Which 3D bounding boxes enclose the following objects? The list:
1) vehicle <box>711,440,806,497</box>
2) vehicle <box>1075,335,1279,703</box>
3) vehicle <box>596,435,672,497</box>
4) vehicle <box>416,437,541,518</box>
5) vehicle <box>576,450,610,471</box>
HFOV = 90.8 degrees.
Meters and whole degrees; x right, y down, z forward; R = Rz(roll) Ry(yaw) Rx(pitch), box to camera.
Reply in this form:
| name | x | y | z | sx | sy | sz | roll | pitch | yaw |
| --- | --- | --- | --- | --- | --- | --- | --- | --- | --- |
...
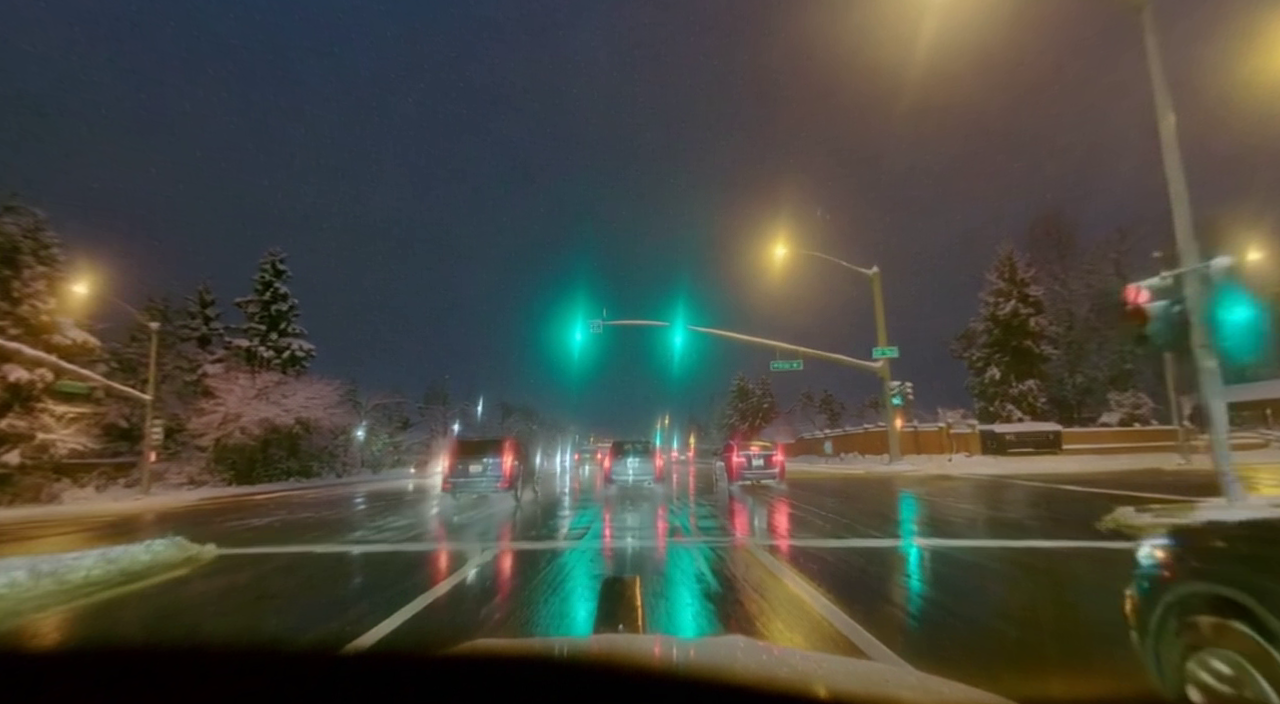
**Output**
| name | x | y | z | sx | sy | sz | roll | pitch | yaw |
| --- | --- | --- | --- | --- | --- | --- | --- | --- | --- |
| vehicle | 3.464 | 3.486 | 19.305 | 2.068 | 1.541 | 4.041 | 0 | -8 | -1 |
| vehicle | 3.250 | 0.554 | 0.758 | 2.069 | 1.644 | 4.714 | 0 | -8 | 0 |
| vehicle | -0.164 | 3.552 | 20.109 | 2.150 | 1.725 | 4.096 | 0 | -8 | 0 |
| vehicle | -3.578 | 2.836 | 14.821 | 1.823 | 1.602 | 4.061 | -1 | -8 | 1 |
| vehicle | -3.511 | 8.168 | 47.764 | 2.163 | 1.488 | 4.511 | -1 | -8 | 1 |
